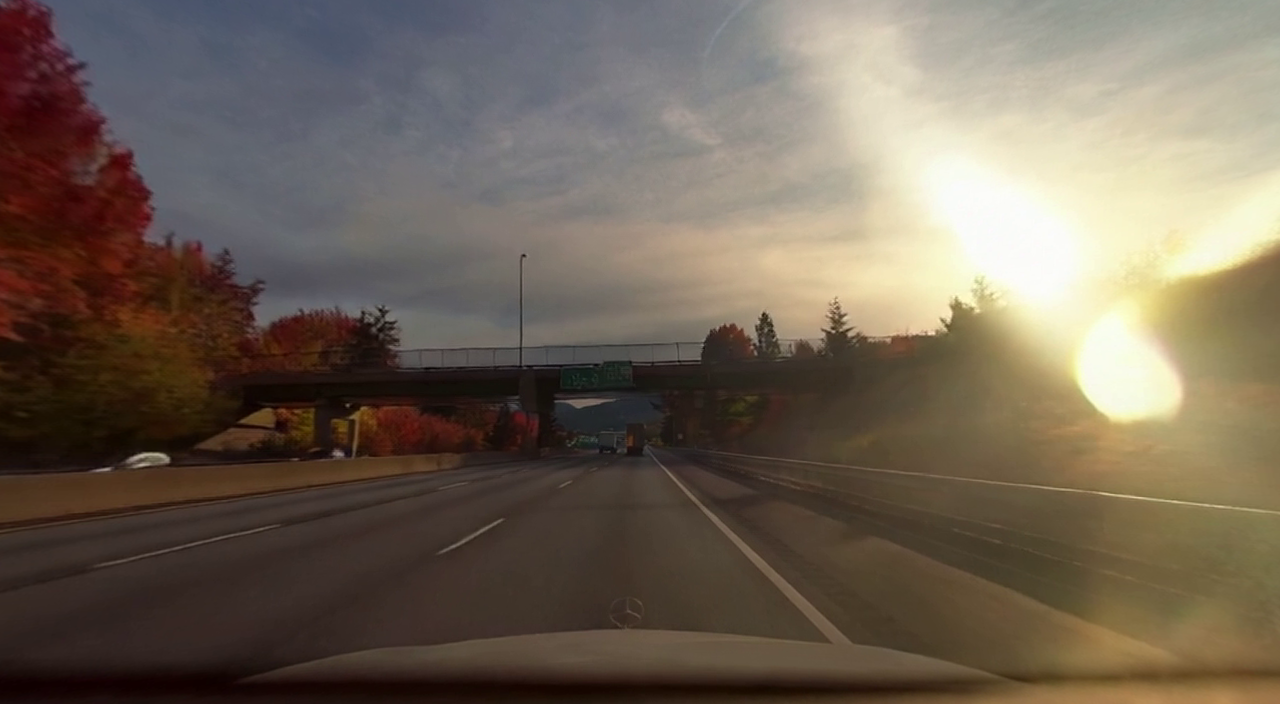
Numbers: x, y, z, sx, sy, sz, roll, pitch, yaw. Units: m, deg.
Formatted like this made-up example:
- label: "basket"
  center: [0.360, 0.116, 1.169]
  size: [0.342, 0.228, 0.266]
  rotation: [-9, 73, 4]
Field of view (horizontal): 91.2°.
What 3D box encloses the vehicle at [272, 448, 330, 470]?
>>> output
- label: "vehicle"
  center: [-25.284, 7.978, 46.981]
  size: [1.815, 1.558, 4.495]
  rotation: [0, -9, 1]
